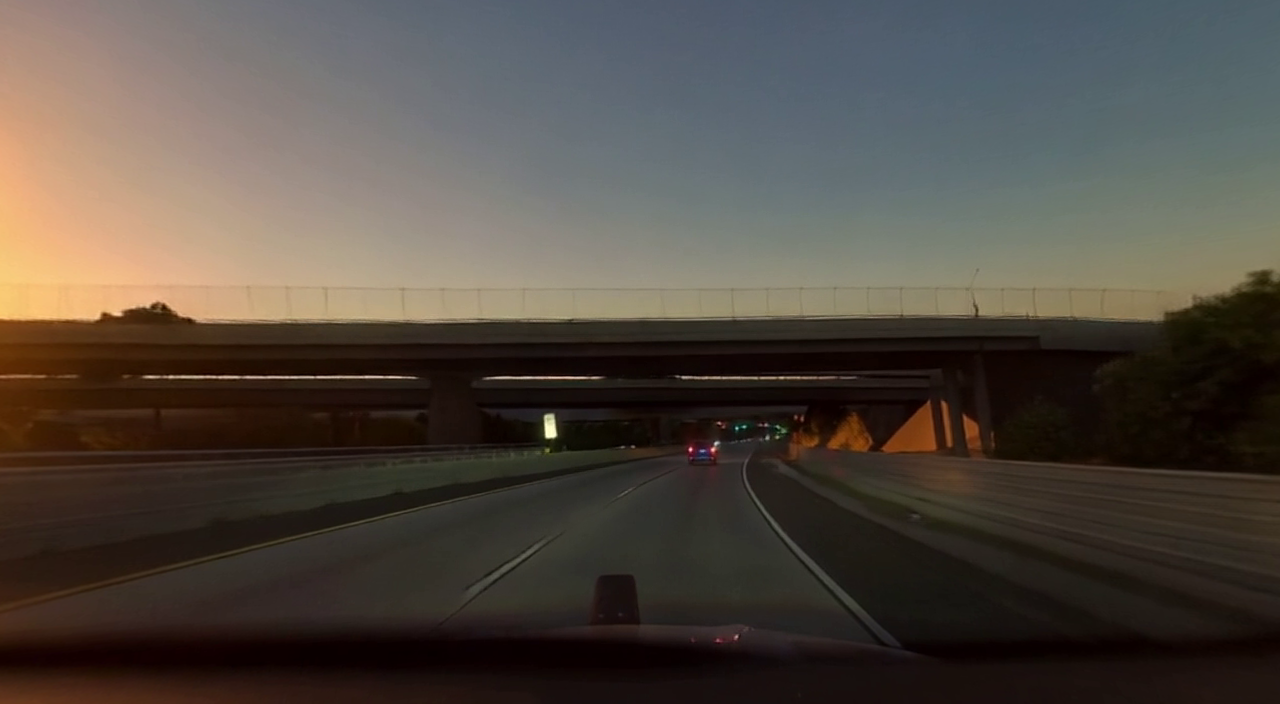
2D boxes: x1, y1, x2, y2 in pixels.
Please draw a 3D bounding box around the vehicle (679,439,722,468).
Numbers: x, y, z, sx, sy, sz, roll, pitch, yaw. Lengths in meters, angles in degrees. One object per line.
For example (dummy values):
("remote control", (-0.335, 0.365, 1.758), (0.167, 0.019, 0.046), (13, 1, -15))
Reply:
("vehicle", (3.328, 5.431, 33.940), (2.028, 1.440, 3.970), (-2, -8, 9))
